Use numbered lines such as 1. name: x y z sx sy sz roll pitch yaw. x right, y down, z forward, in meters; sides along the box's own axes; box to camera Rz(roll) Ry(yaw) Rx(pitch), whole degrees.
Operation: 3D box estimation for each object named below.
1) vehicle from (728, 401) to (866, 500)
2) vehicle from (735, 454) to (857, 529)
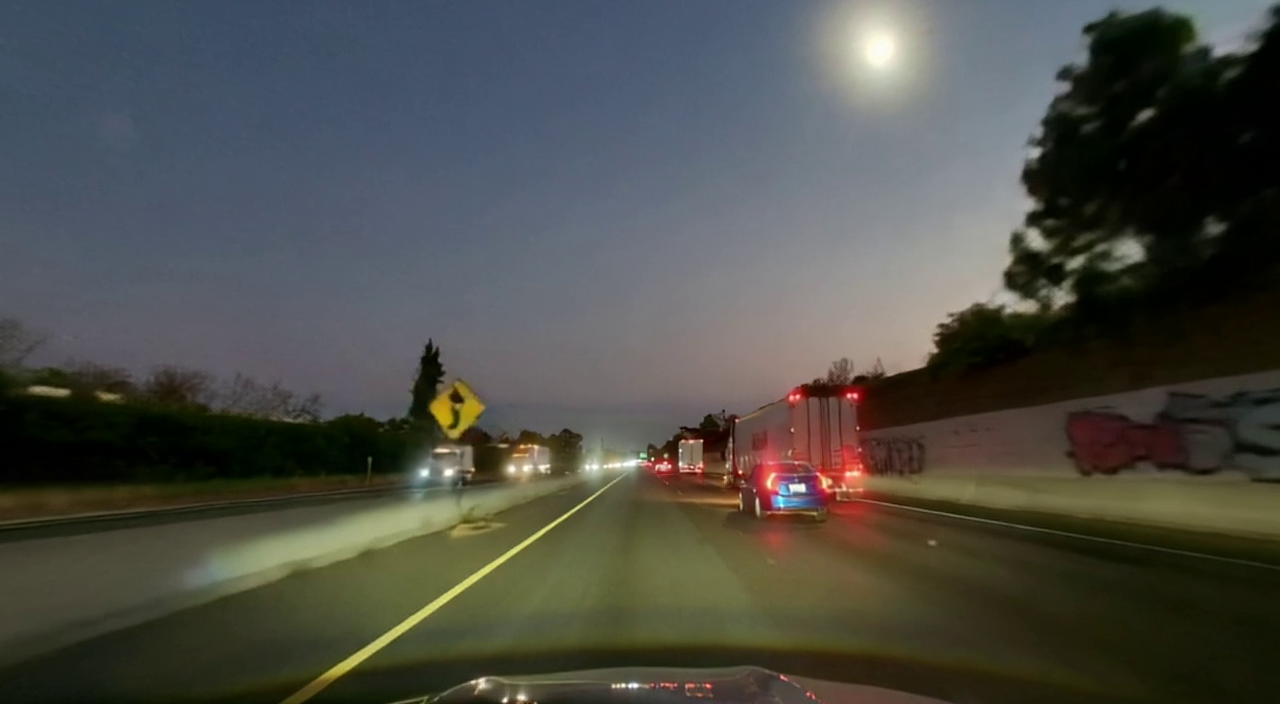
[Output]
1. vehicle: 7.643 5.587 34.470 3.298 4.017 16.824 1 -10 0
2. vehicle: 3.628 3.337 15.369 2.011 1.574 3.512 1 -11 -1
